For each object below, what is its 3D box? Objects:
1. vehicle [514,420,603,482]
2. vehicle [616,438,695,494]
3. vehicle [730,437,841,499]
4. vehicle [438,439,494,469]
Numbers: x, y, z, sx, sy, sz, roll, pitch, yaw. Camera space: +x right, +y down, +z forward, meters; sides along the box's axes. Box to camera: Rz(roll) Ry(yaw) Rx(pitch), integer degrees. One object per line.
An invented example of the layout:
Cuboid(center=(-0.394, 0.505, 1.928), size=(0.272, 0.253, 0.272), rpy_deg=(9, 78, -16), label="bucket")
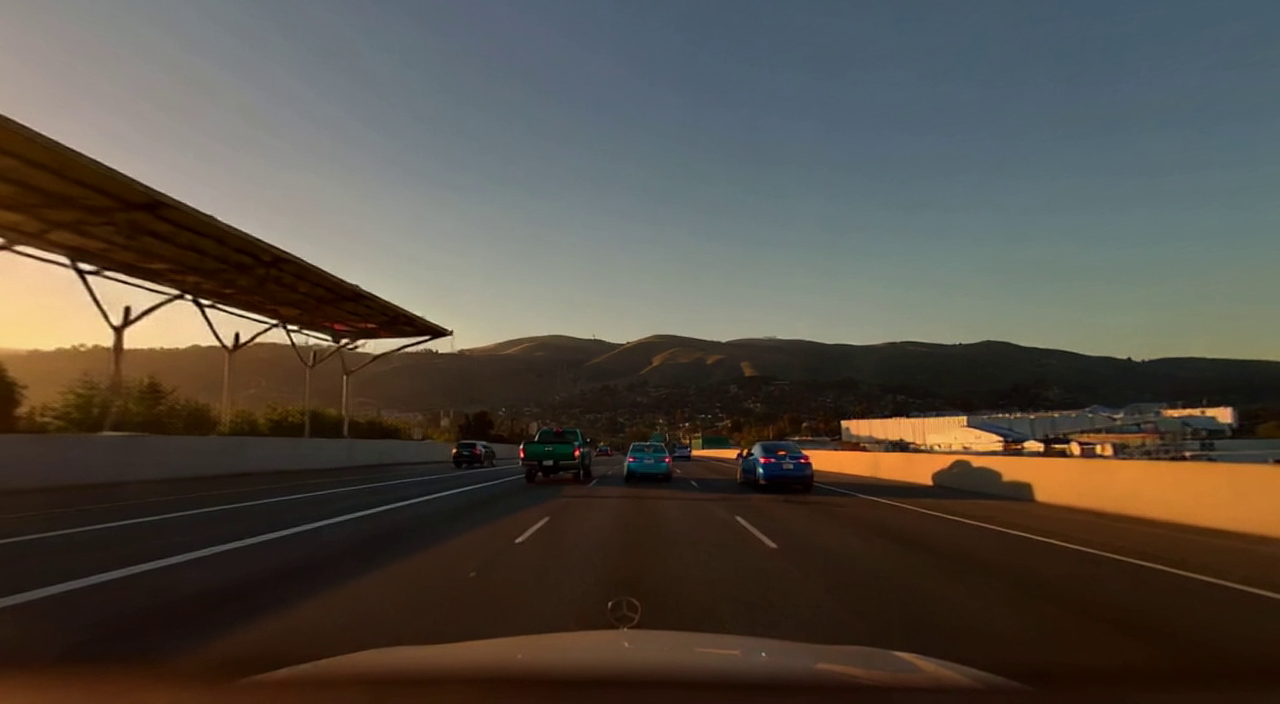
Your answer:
Cuboid(center=(-3.152, 4.083, 26.244), size=(2.733, 2.230, 6.820), rpy_deg=(0, -9, 1), label="vehicle")
Cuboid(center=(0.421, 3.441, 19.362), size=(2.171, 1.493, 4.081), rpy_deg=(0, -9, 0), label="vehicle")
Cuboid(center=(3.972, 3.258, 18.117), size=(2.023, 1.510, 4.773), rpy_deg=(0, -9, -1), label="vehicle")
Cuboid(center=(-10.800, 6.365, 39.381), size=(2.137, 1.728, 4.665), rpy_deg=(0, -9, 0), label="vehicle")
